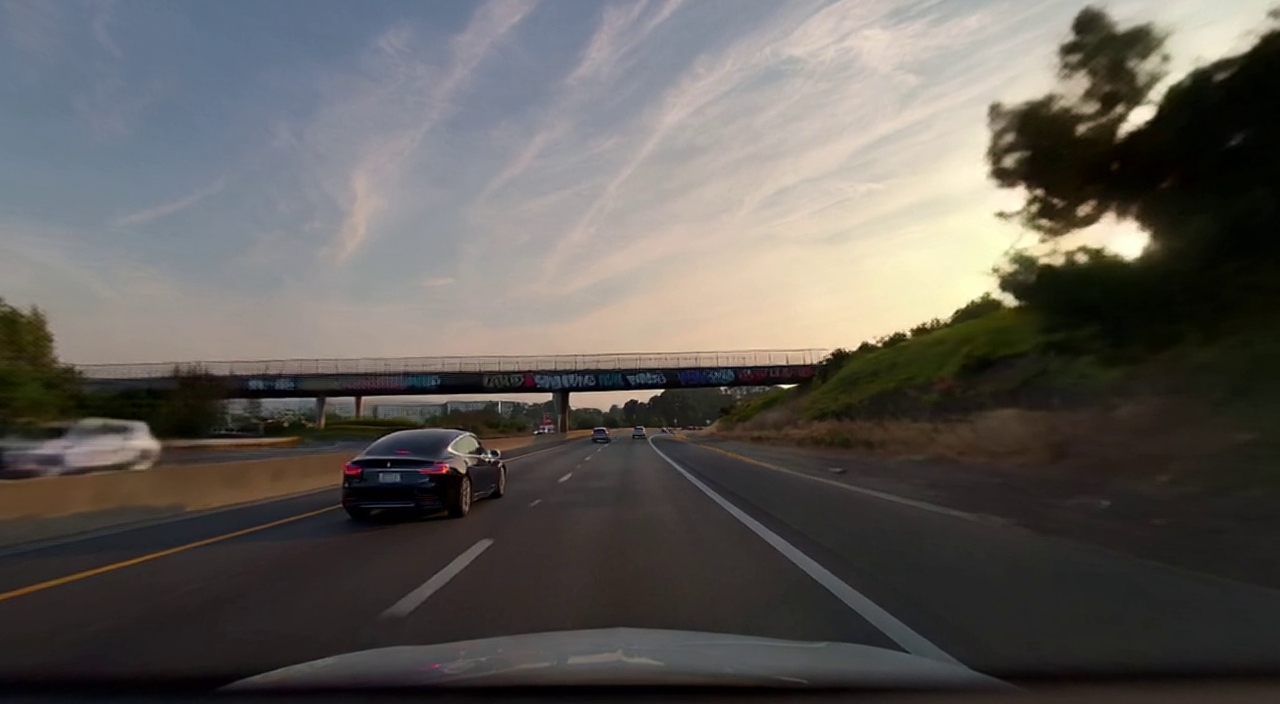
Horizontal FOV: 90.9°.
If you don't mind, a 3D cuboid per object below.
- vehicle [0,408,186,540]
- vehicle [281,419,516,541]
[{"bbox_3d":[-9.297,1.710,9.152,2.140,1.682,4.426,0,-8,-1],"label":"vehicle"},{"bbox_3d":[-3.542,1.943,10.404,2.108,1.555,4.574,0,-7,-1],"label":"vehicle"}]
